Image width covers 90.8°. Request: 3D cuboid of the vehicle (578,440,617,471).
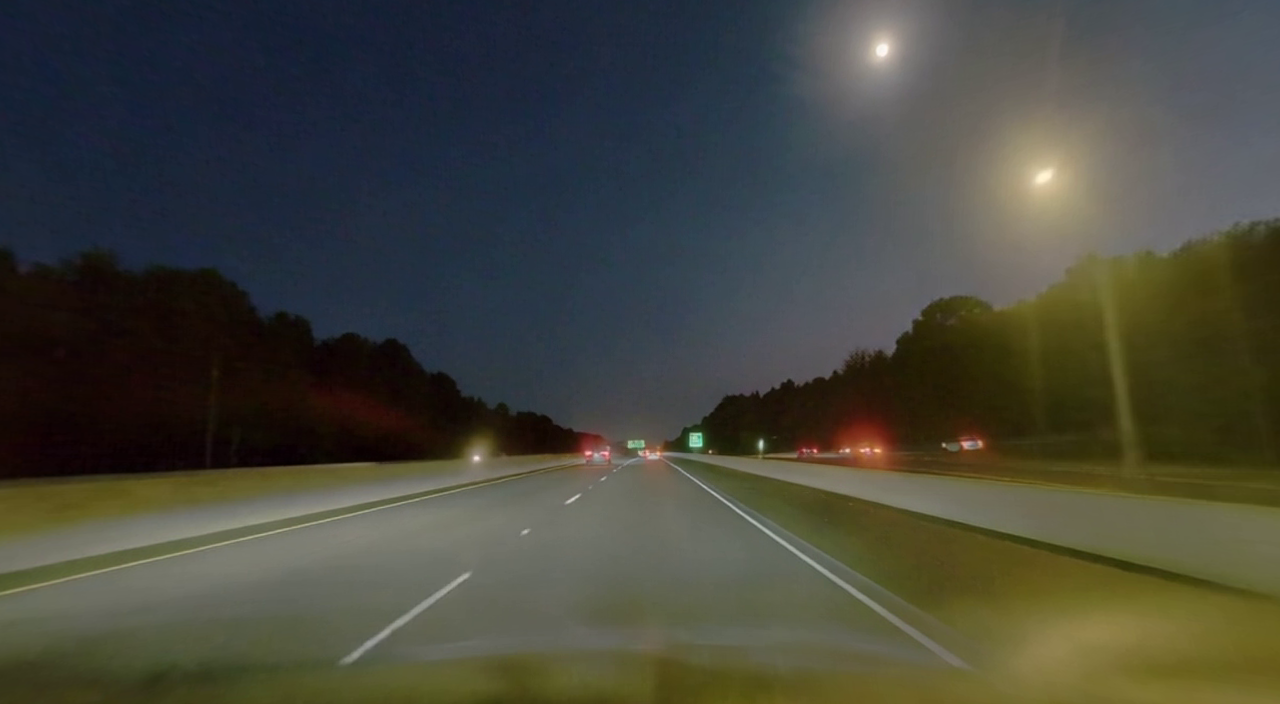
[{"bbox_3d":[-2.723,6.759,41.363,2.143,1.853,4.123,0,-9,2],"label":"vehicle"}]
